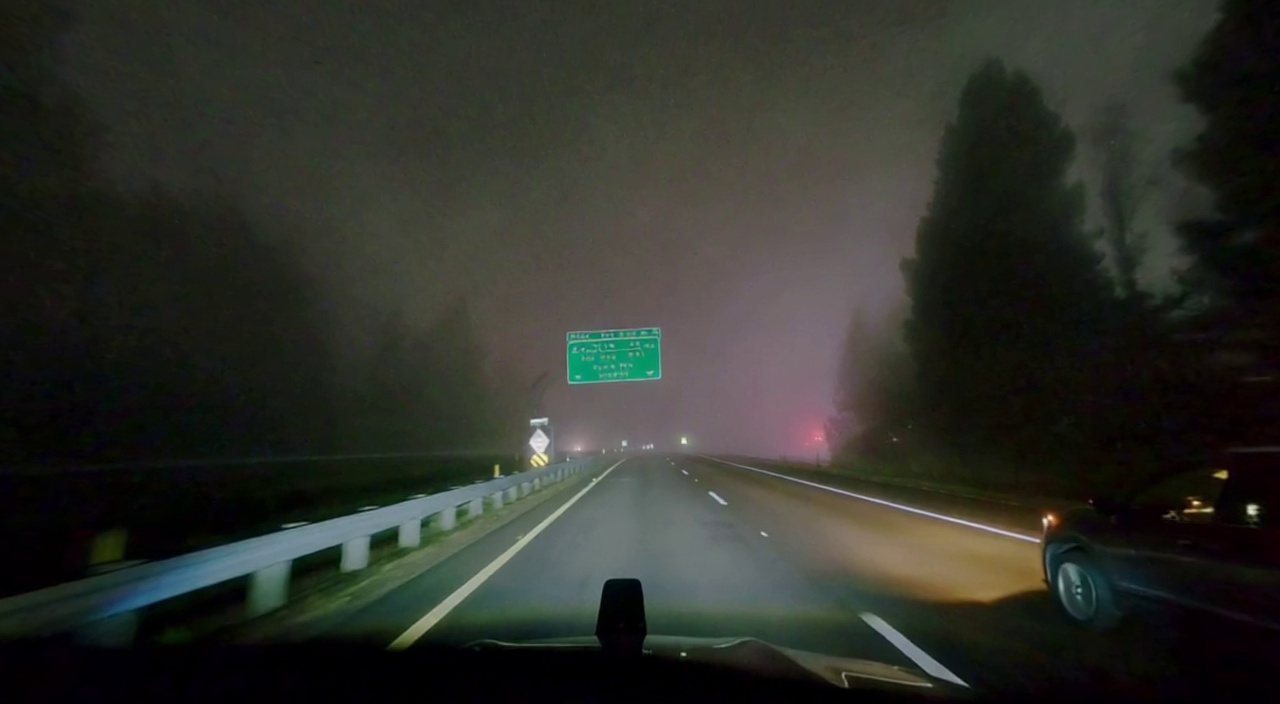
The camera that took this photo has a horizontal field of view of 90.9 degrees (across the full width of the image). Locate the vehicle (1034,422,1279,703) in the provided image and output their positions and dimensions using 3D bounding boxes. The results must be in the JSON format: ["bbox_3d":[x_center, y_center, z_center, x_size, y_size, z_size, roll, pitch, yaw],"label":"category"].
[{"bbox_3d":[3.611,0.884,1.764,1.959,1.428,4.828,0,-8,1],"label":"vehicle"}]
